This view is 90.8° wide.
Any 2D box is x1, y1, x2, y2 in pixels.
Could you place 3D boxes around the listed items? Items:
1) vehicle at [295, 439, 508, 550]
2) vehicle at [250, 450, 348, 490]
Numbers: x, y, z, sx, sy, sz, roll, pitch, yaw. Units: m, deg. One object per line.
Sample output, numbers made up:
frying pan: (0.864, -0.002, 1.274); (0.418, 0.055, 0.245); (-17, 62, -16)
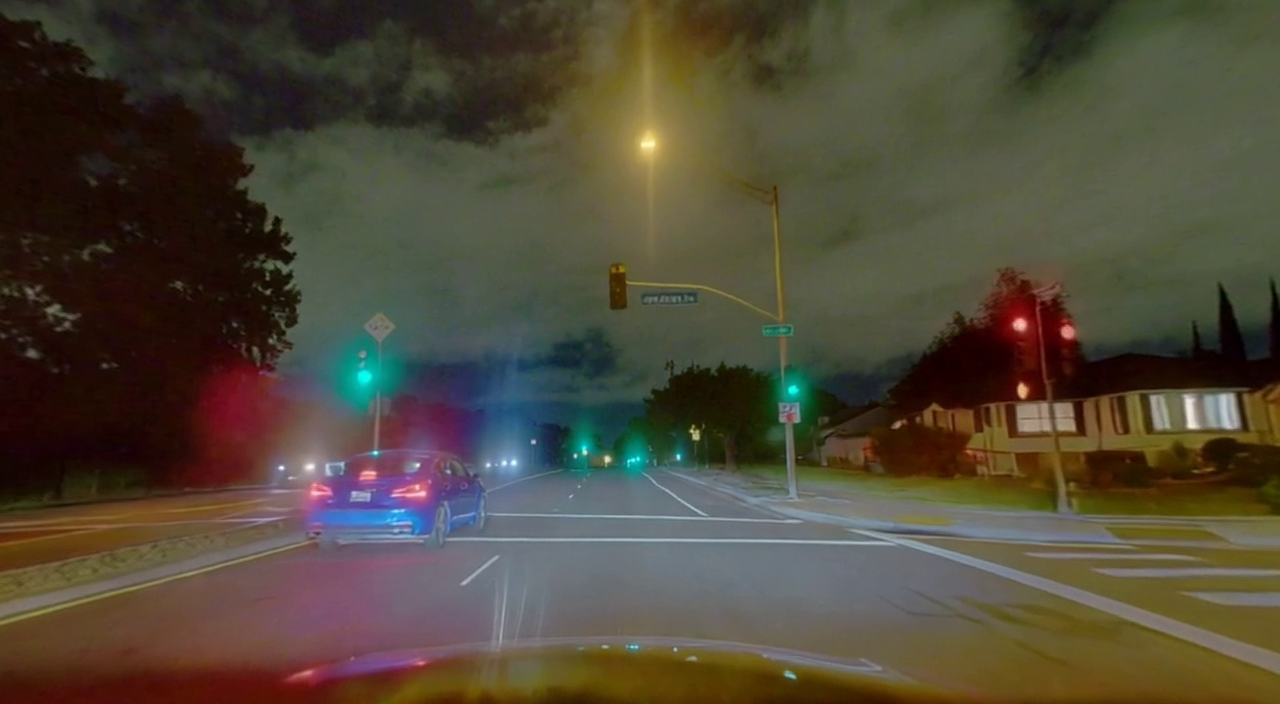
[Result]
vehicle: (-3.795, 2.326, 11.097); (1.980, 1.508, 4.502); (0, -9, 0)
vehicle: (-17.873, 6.180, 33.520); (2.228, 1.879, 5.638); (0, -9, -3)
